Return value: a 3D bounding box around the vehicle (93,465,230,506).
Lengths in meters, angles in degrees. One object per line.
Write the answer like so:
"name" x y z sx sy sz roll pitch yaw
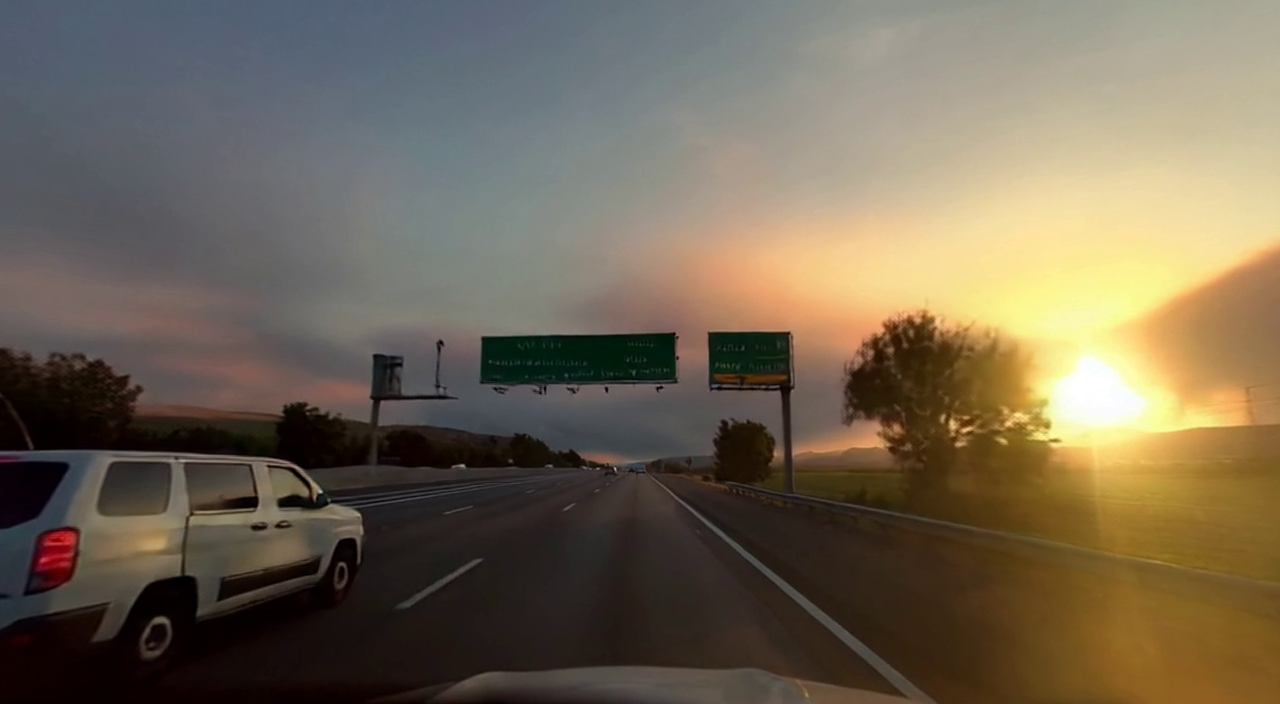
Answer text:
"vehicle" -19.166 5.339 25.558 1.862 1.447 4.666 1 -10 0
